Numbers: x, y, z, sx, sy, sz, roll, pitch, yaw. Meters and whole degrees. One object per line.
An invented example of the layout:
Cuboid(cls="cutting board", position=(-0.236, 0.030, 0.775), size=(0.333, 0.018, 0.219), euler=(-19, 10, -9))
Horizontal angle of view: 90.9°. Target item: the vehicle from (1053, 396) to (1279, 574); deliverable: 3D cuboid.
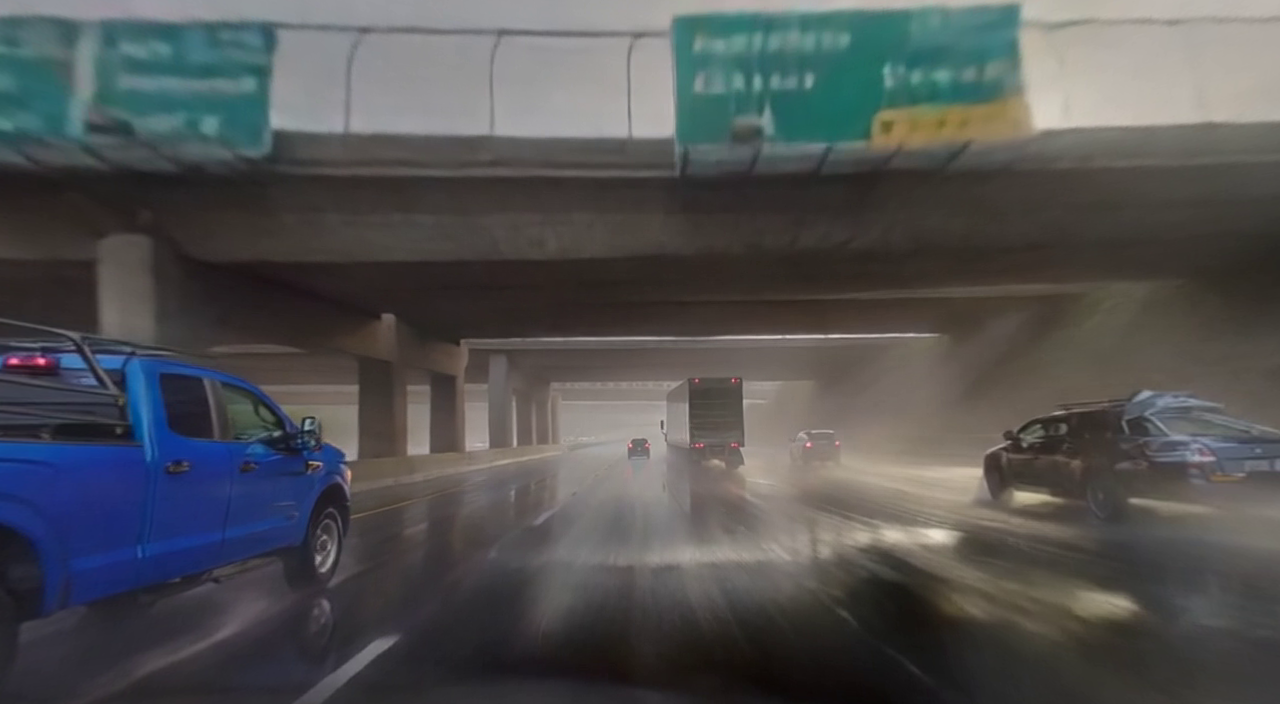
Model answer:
Cuboid(cls="vehicle", position=(7.159, 1.407, 7.005), size=(1.999, 1.700, 4.640), euler=(-1, -8, 0))

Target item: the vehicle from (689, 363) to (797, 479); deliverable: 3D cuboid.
Cuboid(cls="vehicle", position=(4.097, 3.342, 28.598), size=(2.885, 4.036, 12.891), euler=(-1, -8, 1))

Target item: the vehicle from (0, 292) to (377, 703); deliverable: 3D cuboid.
Cuboid(cls="vehicle", position=(-4.255, 0.881, 3.716), size=(2.599, 2.054, 6.288), euler=(-1, -8, 1))

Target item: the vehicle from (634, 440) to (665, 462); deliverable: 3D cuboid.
Cuboid(cls="vehicle", position=(0.665, 7.073, 45.221), size=(2.092, 1.446, 4.092), euler=(-1, -8, 0))

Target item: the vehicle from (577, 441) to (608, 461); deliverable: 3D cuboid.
Cuboid(cls="vehicle", position=(-3.569, 7.580, 48.338), size=(2.077, 1.446, 4.106), euler=(0, -8, 0))
